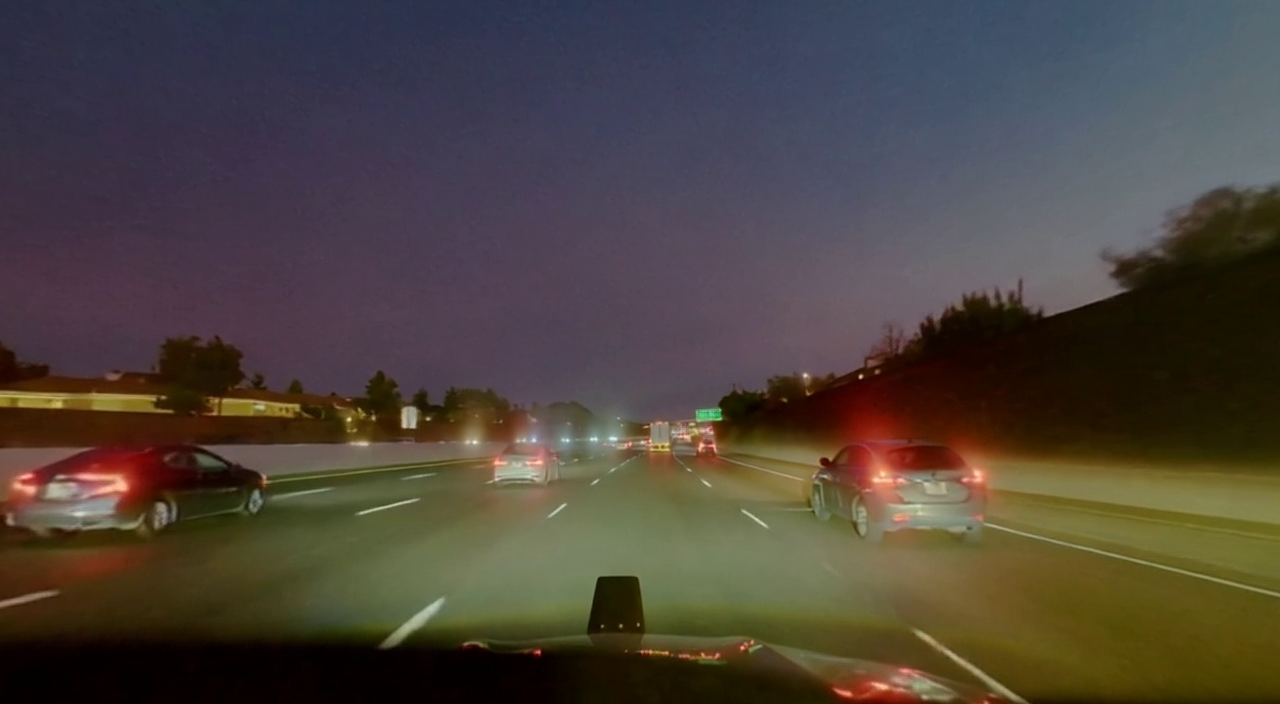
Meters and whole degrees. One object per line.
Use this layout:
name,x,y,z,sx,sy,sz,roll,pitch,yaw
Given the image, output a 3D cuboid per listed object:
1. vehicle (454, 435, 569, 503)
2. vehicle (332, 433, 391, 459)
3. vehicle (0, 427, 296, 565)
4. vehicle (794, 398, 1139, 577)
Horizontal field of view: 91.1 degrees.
vehicle,-3.070,2.874,15.935,1.947,1.479,4.114,0,-8,2
vehicle,-20.034,6.790,45.360,1.924,1.706,4.731,0,-8,2
vehicle,-7.055,1.866,8.934,1.909,1.482,4.140,0,-8,1
vehicle,3.723,1.645,8.459,2.108,1.709,4.703,0,-8,0
